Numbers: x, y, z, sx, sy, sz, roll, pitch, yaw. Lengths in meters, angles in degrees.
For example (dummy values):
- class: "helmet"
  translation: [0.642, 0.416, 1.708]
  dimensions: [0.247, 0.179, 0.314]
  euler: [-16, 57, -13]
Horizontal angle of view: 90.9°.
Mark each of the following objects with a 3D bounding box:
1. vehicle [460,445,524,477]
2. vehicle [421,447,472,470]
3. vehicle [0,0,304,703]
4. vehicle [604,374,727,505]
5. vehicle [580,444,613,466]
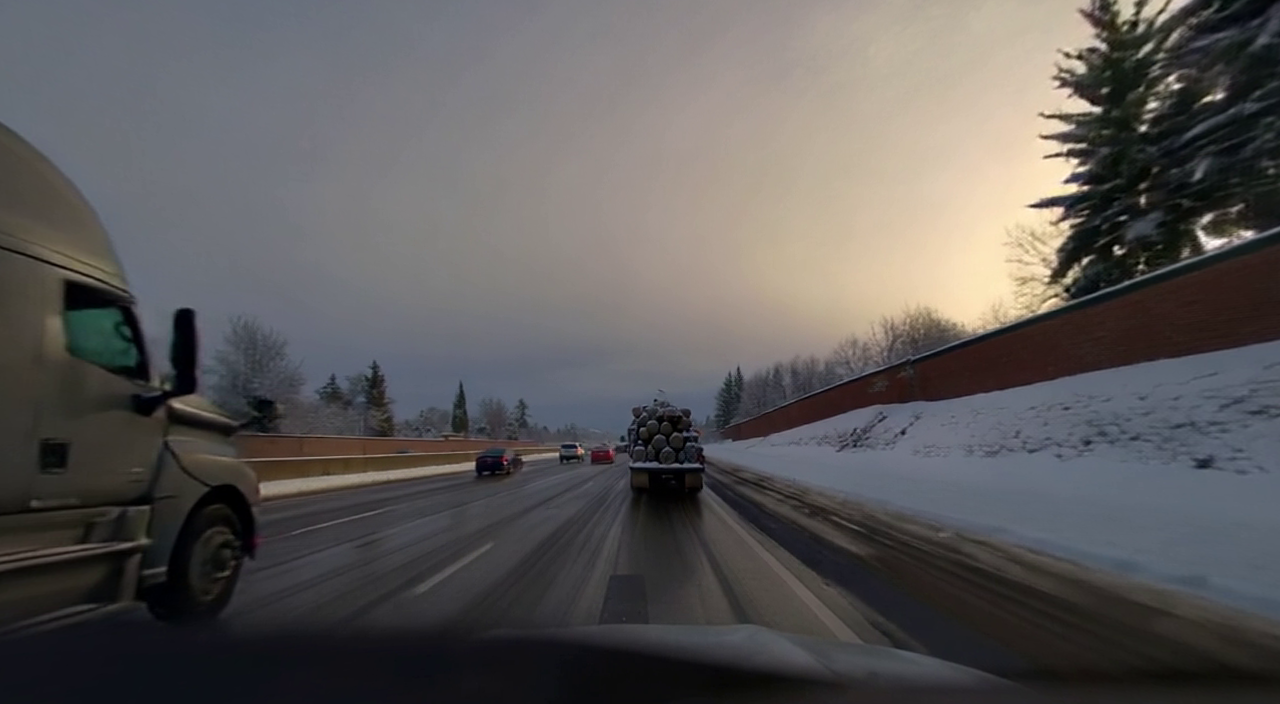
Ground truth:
- class: "vehicle"
  translation: [-7.389, 5.475, 32.072]
  dimensions: [2.006, 1.458, 4.700]
  euler: [0, -8, 2]
- class: "vehicle"
  translation: [-12.856, 7.086, 42.196]
  dimensions: [1.908, 1.473, 4.552]
  euler: [0, -8, 1]
- class: "vehicle"
  translation: [-4.199, -0.145, 1.813]
  dimensions: [2.998, 3.992, 5.800]
  euler: [0, -8, 2]
- class: "vehicle"
  translation: [0.362, 2.655, 19.067]
  dimensions: [2.798, 3.071, 8.412]
  euler: [0, -8, -4]
- class: "vehicle"
  translation: [-3.114, 7.540, 46.327]
  dimensions: [1.974, 1.475, 4.538]
  euler: [0, -8, 1]
